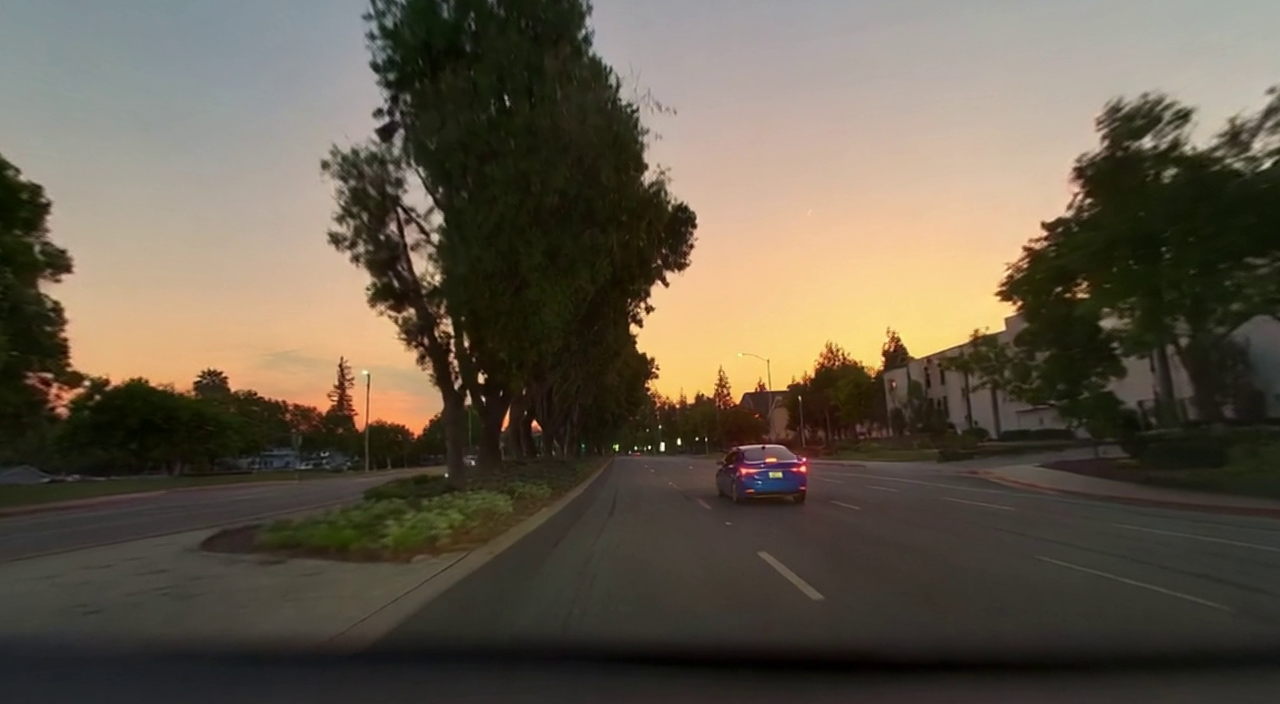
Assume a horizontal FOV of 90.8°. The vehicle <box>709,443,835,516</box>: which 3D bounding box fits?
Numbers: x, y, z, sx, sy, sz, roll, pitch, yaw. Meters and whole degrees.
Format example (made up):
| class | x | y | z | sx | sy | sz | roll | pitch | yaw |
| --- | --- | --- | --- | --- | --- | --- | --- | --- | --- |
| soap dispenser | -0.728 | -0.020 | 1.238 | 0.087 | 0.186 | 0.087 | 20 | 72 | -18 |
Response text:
| class | x | y | z | sx | sy | sz | roll | pitch | yaw |
| --- | --- | --- | --- | --- | --- | --- | --- | --- | --- |
| vehicle | 2.931 | 2.949 | 15.077 | 1.950 | 1.473 | 4.259 | 0 | -9 | -2 |
